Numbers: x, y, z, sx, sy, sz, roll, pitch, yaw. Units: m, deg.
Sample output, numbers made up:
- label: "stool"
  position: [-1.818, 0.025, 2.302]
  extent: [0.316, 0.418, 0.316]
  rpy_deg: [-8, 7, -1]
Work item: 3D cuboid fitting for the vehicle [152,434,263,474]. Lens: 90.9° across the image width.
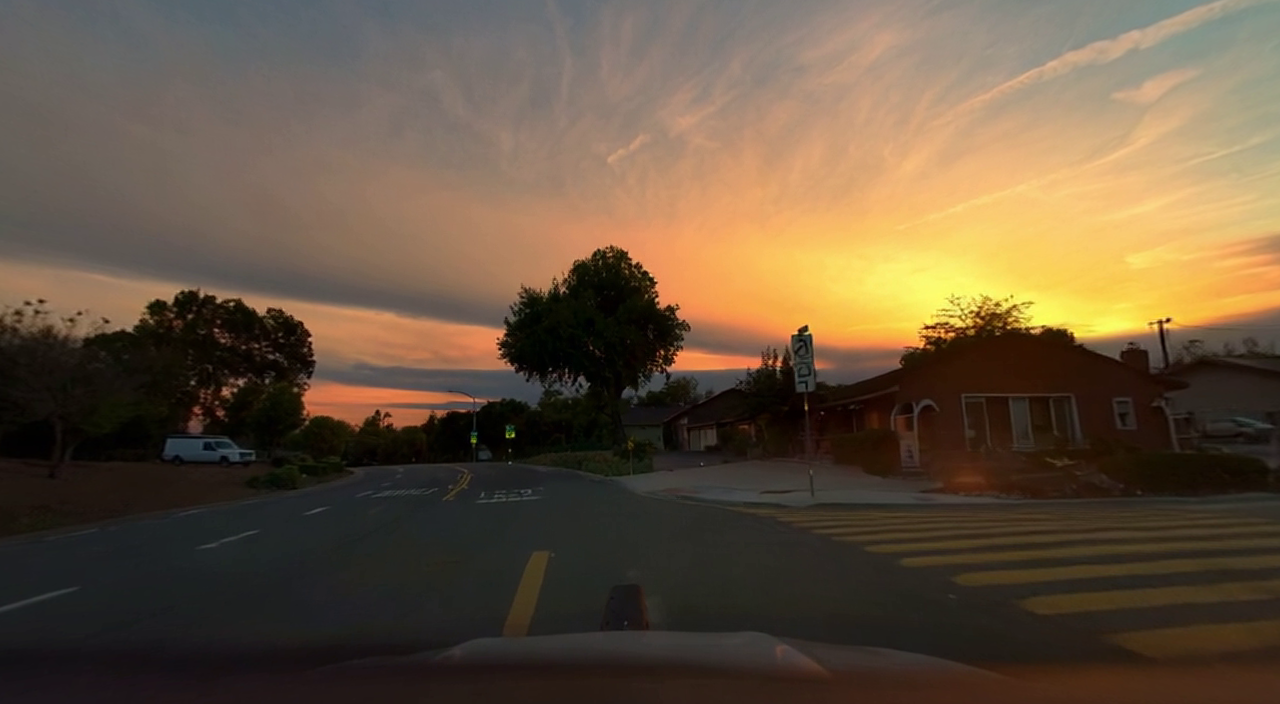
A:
- label: "vehicle"
  position: [-23.147, 5.443, 33.805]
  extent: [4.699, 1.996, 2.116]
  rpy_deg: [-2, -9, 11]
